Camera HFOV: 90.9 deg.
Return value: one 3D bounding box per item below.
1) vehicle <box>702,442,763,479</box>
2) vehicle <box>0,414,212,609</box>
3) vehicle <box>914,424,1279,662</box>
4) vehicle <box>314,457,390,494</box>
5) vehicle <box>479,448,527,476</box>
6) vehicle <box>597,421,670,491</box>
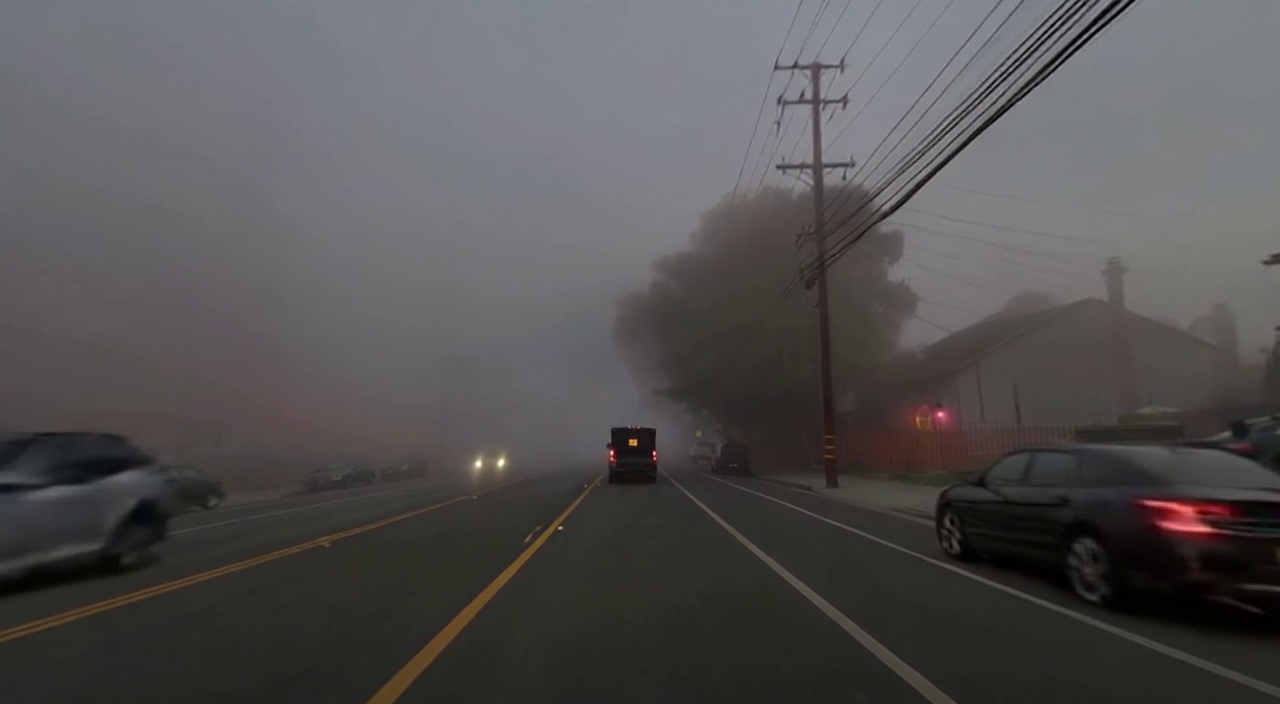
[{"bbox_3d":[4.023,4.807,28.205,1.946,1.530,4.240,0,-9,-2],"label":"vehicle"},{"bbox_3d":[-6.765,1.532,6.264,1.993,1.737,4.353,0,-9,-1],"label":"vehicle"},{"bbox_3d":[4.677,1.504,6.113,2.022,1.456,4.246,0,-8,-2],"label":"vehicle"},{"bbox_3d":[-13.413,5.744,29.619,1.841,1.356,3.938,-5,-8,-2],"label":"vehicle"},{"bbox_3d":[-7.688,6.179,35.730,1.844,1.453,4.414,0,-8,-1],"label":"vehicle"},{"bbox_3d":[-0.327,3.434,21.055,2.168,2.040,4.527,0,-9,-4],"label":"vehicle"}]
